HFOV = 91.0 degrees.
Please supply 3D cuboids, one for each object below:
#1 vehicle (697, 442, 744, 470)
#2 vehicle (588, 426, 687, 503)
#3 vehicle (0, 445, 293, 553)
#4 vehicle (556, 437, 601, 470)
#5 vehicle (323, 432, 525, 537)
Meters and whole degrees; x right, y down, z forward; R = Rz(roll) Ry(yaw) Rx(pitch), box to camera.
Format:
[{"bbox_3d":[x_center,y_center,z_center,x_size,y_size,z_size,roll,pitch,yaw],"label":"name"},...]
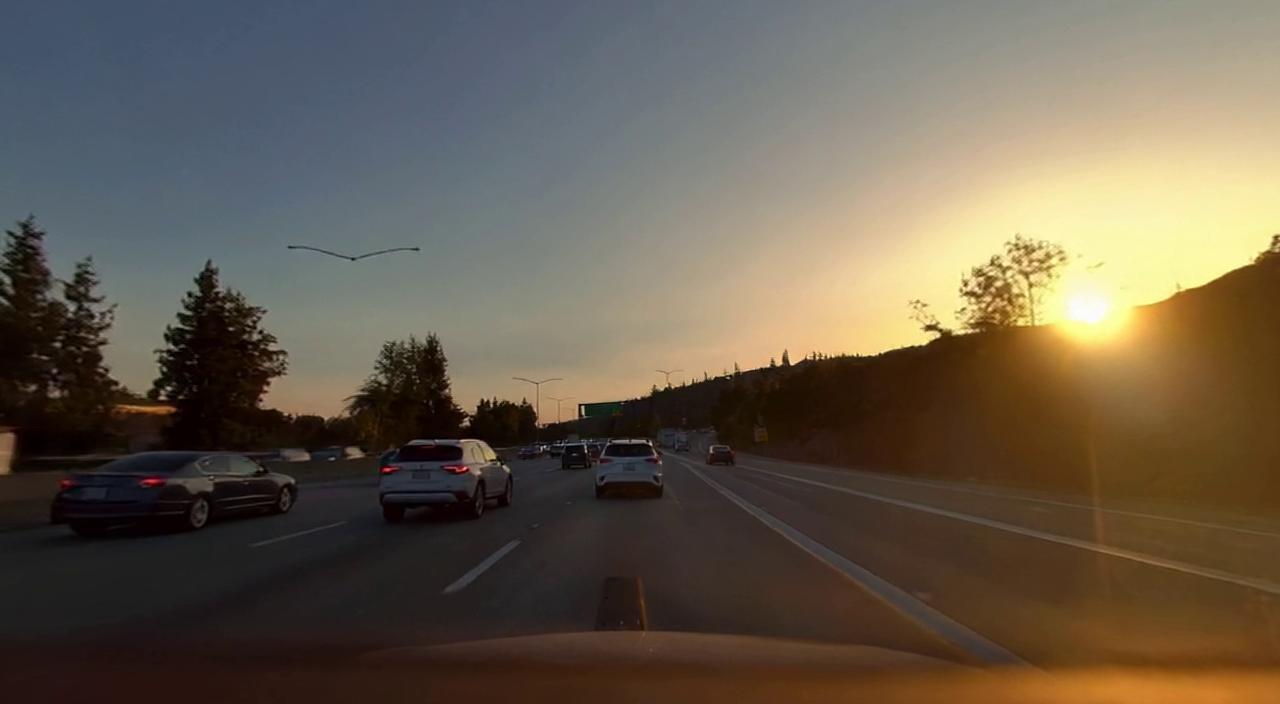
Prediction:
[{"bbox_3d":[4.540,5.952,36.180,2.006,1.474,4.669,0,-9,-1],"label":"vehicle"},{"bbox_3d":[-0.045,2.856,16.378,2.223,1.722,4.177,0,-9,0],"label":"vehicle"},{"bbox_3d":[-7.870,2.229,10.317,1.948,1.391,4.111,0,-9,1],"label":"vehicle"},{"bbox_3d":[-3.558,5.981,37.154,2.142,1.808,4.266,0,-9,1],"label":"vehicle"},{"bbox_3d":[-3.530,2.249,11.333,2.011,1.498,4.341,0,-9,1],"label":"vehicle"}]
